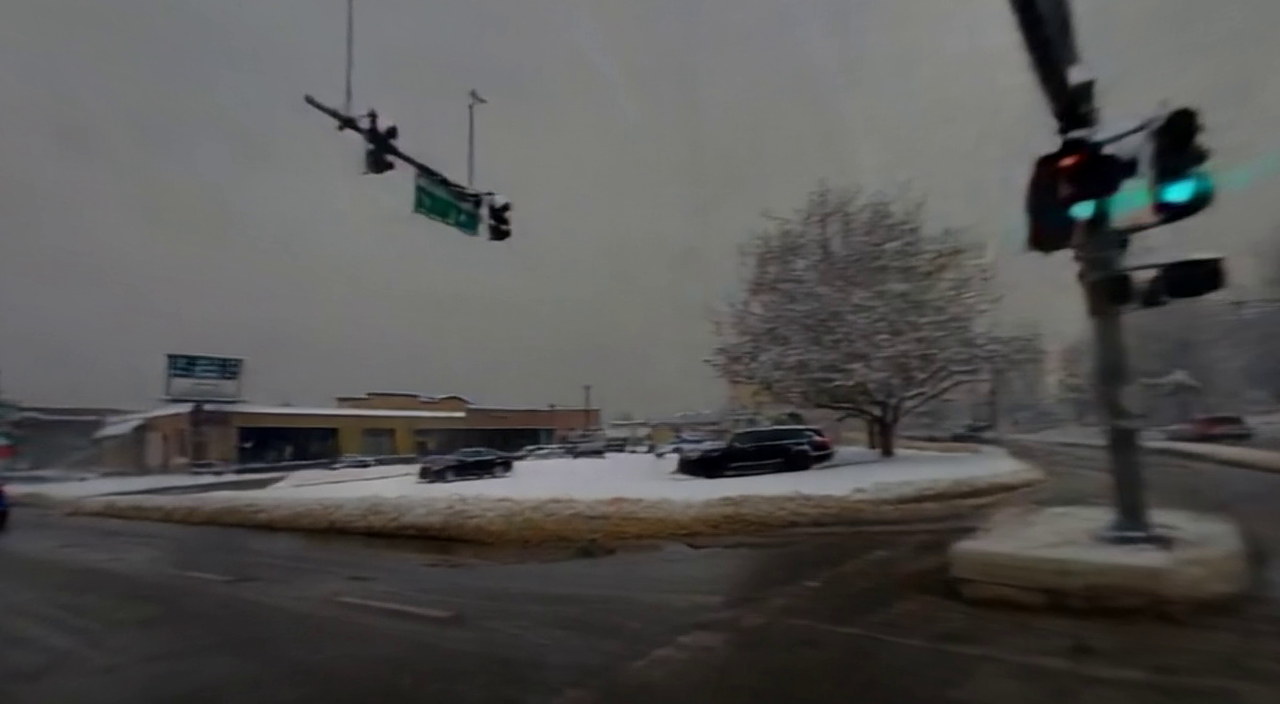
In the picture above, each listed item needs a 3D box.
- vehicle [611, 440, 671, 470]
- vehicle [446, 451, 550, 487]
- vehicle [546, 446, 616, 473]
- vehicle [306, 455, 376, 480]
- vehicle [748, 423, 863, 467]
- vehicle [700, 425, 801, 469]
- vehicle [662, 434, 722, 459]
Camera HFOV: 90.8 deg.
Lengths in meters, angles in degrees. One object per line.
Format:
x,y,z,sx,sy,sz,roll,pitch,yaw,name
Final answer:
0.116,7.134,44.060,1.867,1.433,4.377,6,0,36,vehicle
-6.447,5.330,29.158,2.085,1.398,4.355,-6,-10,36,vehicle
-3.529,6.503,38.593,1.997,1.459,4.199,-6,-10,36,vehicle
-20.151,7.719,42.491,4.936,1.481,2.046,-6,-10,35,vehicle
6.995,3.960,27.065,2.068,1.569,4.286,0,-6,-37,vehicle
4.026,3.591,23.533,1.893,1.489,3.430,6,-12,-29,vehicle
3.541,6.385,42.496,1.992,1.533,4.178,-7,-13,39,vehicle
